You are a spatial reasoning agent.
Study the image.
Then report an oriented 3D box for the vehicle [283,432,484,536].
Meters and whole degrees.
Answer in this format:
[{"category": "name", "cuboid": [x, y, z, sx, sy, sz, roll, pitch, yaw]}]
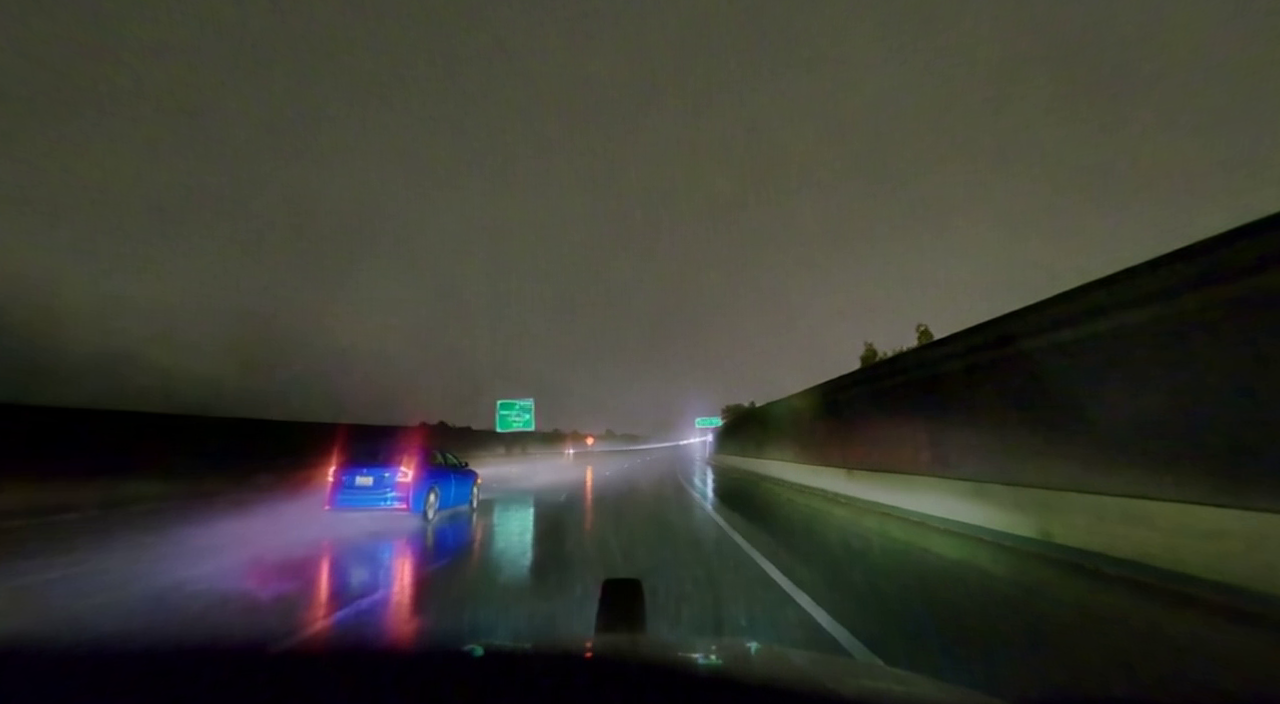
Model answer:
[{"category": "vehicle", "cuboid": [-4.261, 2.238, 11.240, 1.928, 1.504, 3.745, 0, -9, 1]}]
